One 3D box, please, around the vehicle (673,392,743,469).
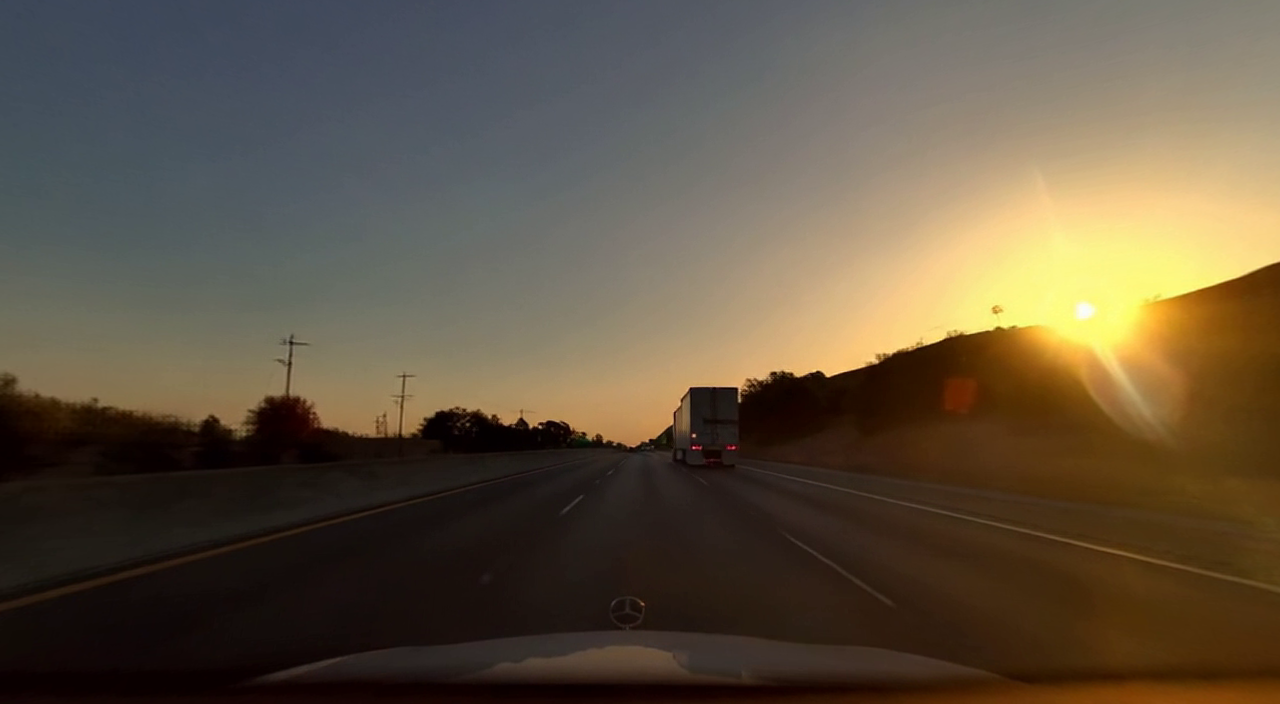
[{"bbox_3d":[4.017,5.281,40.752,2.933,4.100,14.317,0,-9,0],"label":"vehicle"}]
